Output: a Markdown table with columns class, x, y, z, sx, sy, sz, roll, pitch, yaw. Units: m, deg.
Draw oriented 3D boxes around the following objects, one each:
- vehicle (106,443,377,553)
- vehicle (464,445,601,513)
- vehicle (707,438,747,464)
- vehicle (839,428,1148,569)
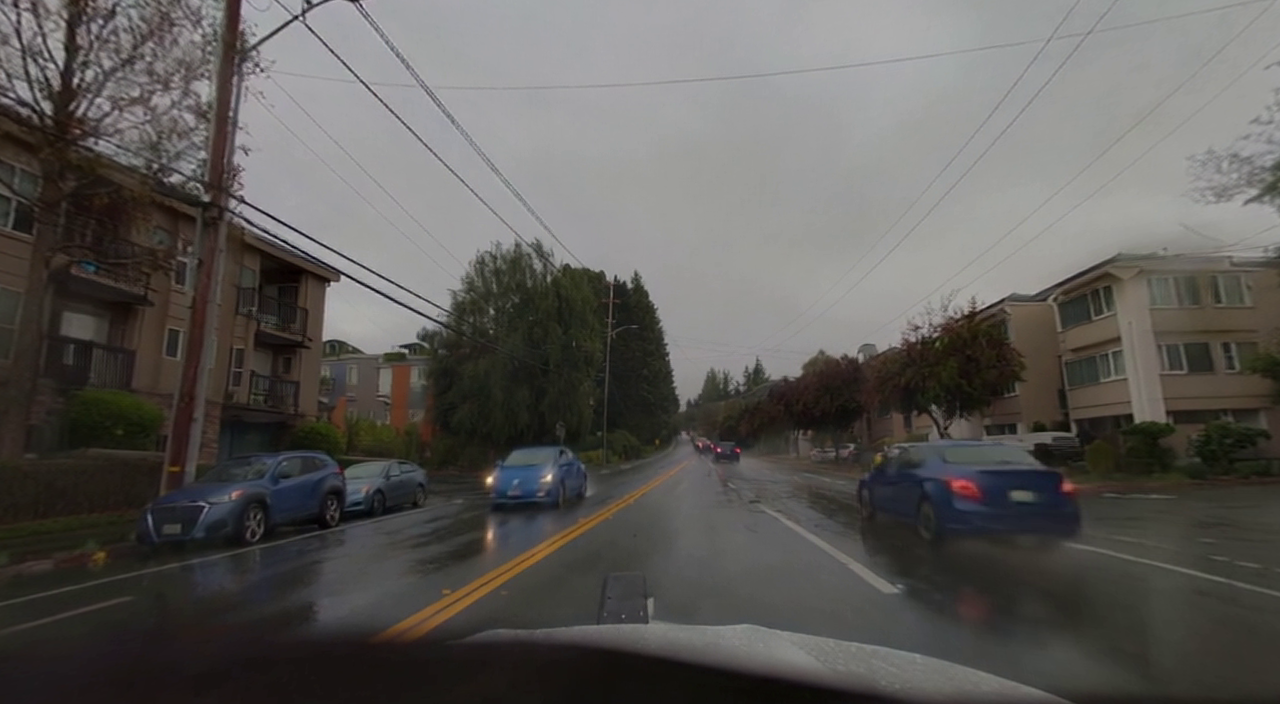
| class | x | y | z | sx | sy | sz | roll | pitch | yaw |
| --- | --- | --- | --- | --- | --- | --- | --- | --- | --- |
| vehicle | -7.750 | 2.822 | 13.014 | 2.381 | 1.825 | 4.652 | -1 | -8 | 3 |
| vehicle | -2.470 | 3.068 | 15.806 | 2.155 | 1.436 | 4.501 | -1 | -8 | 7 |
| vehicle | 6.130 | 7.056 | 45.015 | 2.306 | 1.719 | 4.805 | 0 | -8 | 2 |
| vehicle | 4.562 | 1.926 | 9.120 | 2.052 | 1.506 | 4.432 | -1 | -8 | 3 |
